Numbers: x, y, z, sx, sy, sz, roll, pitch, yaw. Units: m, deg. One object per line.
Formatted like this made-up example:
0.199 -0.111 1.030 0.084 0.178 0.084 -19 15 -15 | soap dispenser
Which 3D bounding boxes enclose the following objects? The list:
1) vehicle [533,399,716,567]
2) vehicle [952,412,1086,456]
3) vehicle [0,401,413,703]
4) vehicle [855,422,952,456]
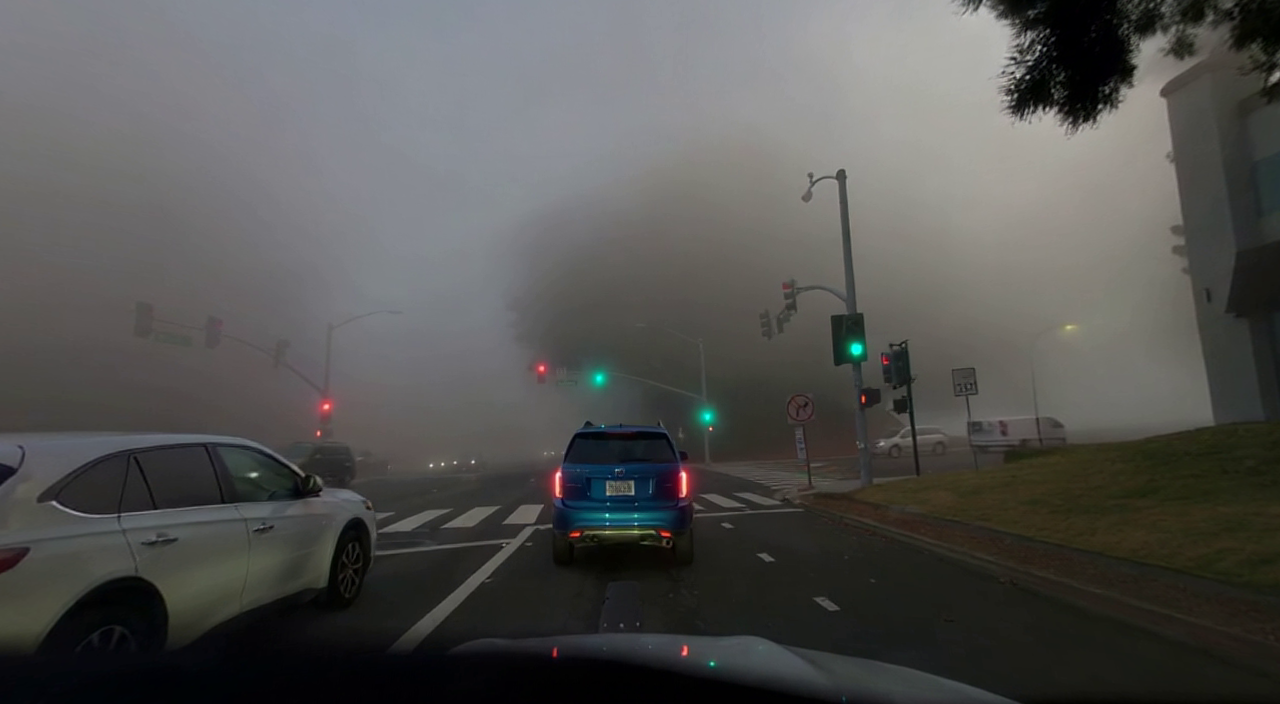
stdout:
-0.184 1.793 9.332 2.059 1.877 4.249 0 -8 0 | vehicle
17.973 3.899 30.064 5.215 1.967 2.392 2 -9 -15 | vehicle
-3.374 1.258 4.546 2.011 1.527 4.008 0 -8 -1 | vehicle
15.003 4.966 35.992 4.872 1.806 2.107 3 -9 -20 | vehicle
